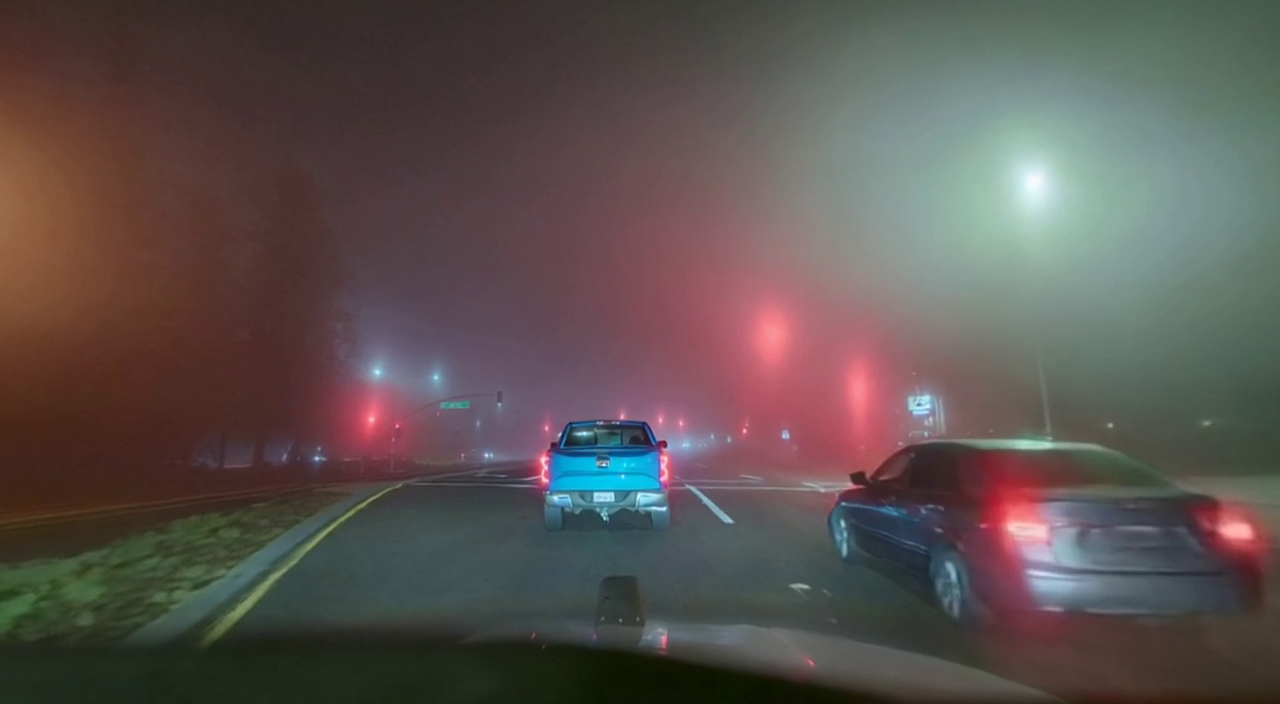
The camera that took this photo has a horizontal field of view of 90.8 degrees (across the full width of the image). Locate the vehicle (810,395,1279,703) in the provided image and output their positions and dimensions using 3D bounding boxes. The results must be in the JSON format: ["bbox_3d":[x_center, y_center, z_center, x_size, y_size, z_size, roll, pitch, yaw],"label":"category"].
[{"bbox_3d":[2.951,1.229,4.685,2.073,1.484,4.437,0,-8,-1],"label":"vehicle"}]

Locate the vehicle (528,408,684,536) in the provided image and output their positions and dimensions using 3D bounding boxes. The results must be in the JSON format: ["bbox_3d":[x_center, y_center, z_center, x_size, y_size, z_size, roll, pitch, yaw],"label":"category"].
[{"bbox_3d":[-0.502,2.004,11.173,2.145,1.762,4.731,0,-8,-1],"label":"vehicle"}]
